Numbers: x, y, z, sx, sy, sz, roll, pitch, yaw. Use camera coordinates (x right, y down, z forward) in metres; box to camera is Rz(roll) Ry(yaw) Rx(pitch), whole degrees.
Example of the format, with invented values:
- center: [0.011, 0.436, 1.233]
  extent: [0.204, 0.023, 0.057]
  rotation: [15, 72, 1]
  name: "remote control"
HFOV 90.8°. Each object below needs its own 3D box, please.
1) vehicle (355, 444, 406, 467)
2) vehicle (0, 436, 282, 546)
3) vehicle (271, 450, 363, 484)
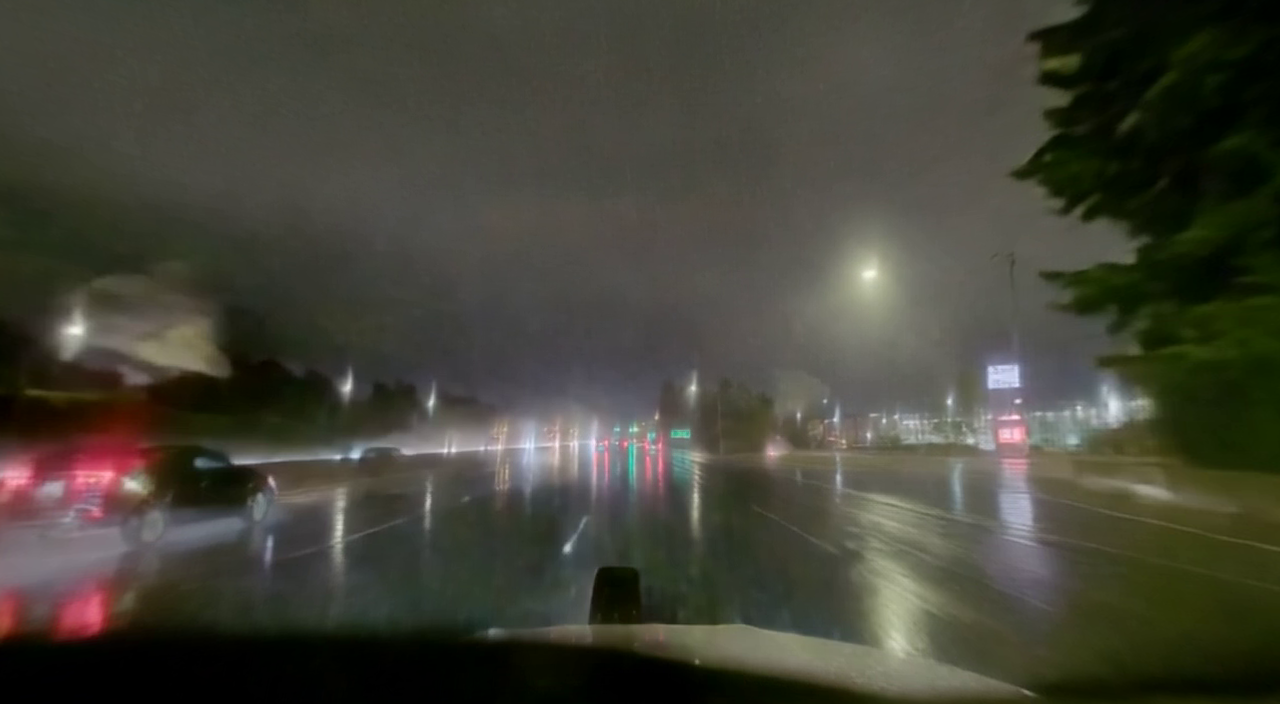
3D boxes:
- center: [-19.424, 7.769, 47.439]
  extent: [2.003, 1.631, 4.445]
  rotation: [0, -9, -1]
  name: "vehicle"
- center: [-8.606, 2.274, 11.044]
  extent: [2.060, 1.507, 4.494]
  rotation: [0, -9, -1]
  name: "vehicle"
- center: [-15.102, 5.362, 29.854]
  extent: [2.106, 1.449, 4.299]
  rotation: [0, -9, -1]
  name: "vehicle"
